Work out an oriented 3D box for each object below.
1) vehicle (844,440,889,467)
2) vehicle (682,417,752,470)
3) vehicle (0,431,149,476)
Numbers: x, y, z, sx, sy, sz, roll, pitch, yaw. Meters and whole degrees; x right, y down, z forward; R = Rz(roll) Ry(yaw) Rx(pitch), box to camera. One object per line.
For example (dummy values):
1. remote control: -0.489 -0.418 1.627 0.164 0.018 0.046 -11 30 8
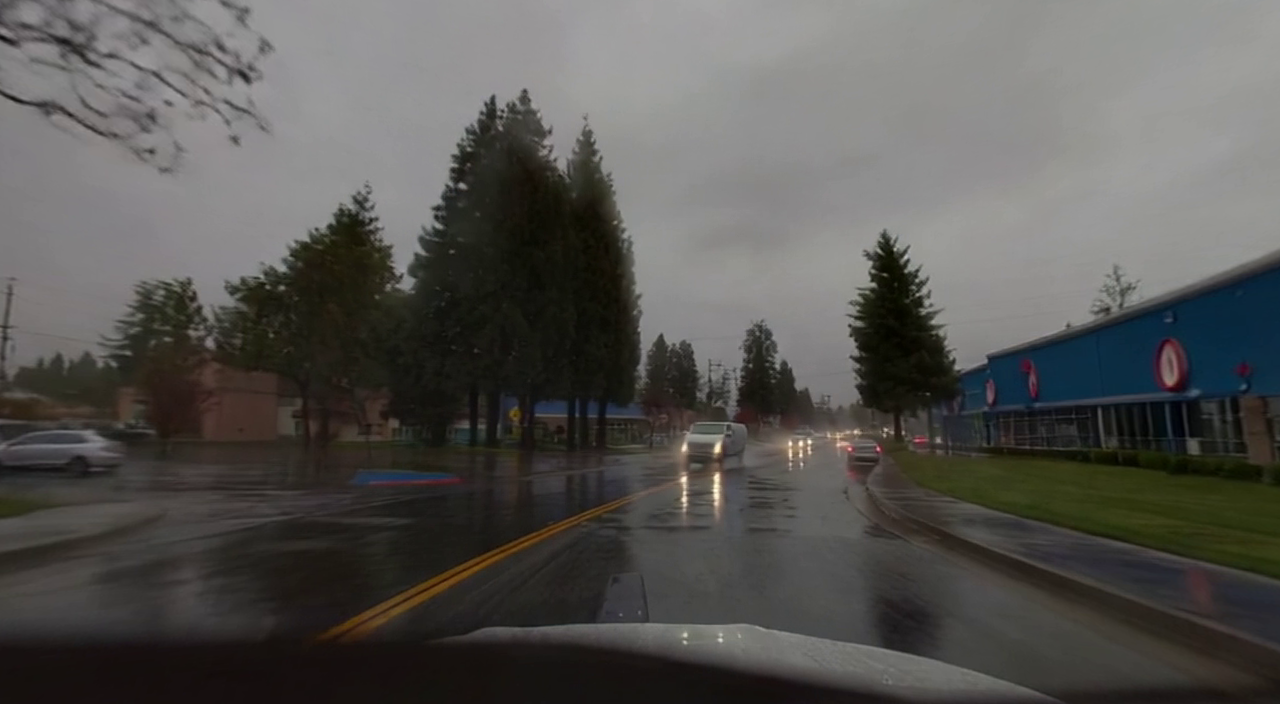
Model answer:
1. vehicle: 15.808 7.089 44.334 2.292 1.767 5.128 -2 -9 13
2. vehicle: 4.710 5.460 37.500 2.674 2.815 6.582 -3 -9 19
3. vehicle: -23.046 4.098 25.624 4.410 1.689 1.974 2 -9 -17
